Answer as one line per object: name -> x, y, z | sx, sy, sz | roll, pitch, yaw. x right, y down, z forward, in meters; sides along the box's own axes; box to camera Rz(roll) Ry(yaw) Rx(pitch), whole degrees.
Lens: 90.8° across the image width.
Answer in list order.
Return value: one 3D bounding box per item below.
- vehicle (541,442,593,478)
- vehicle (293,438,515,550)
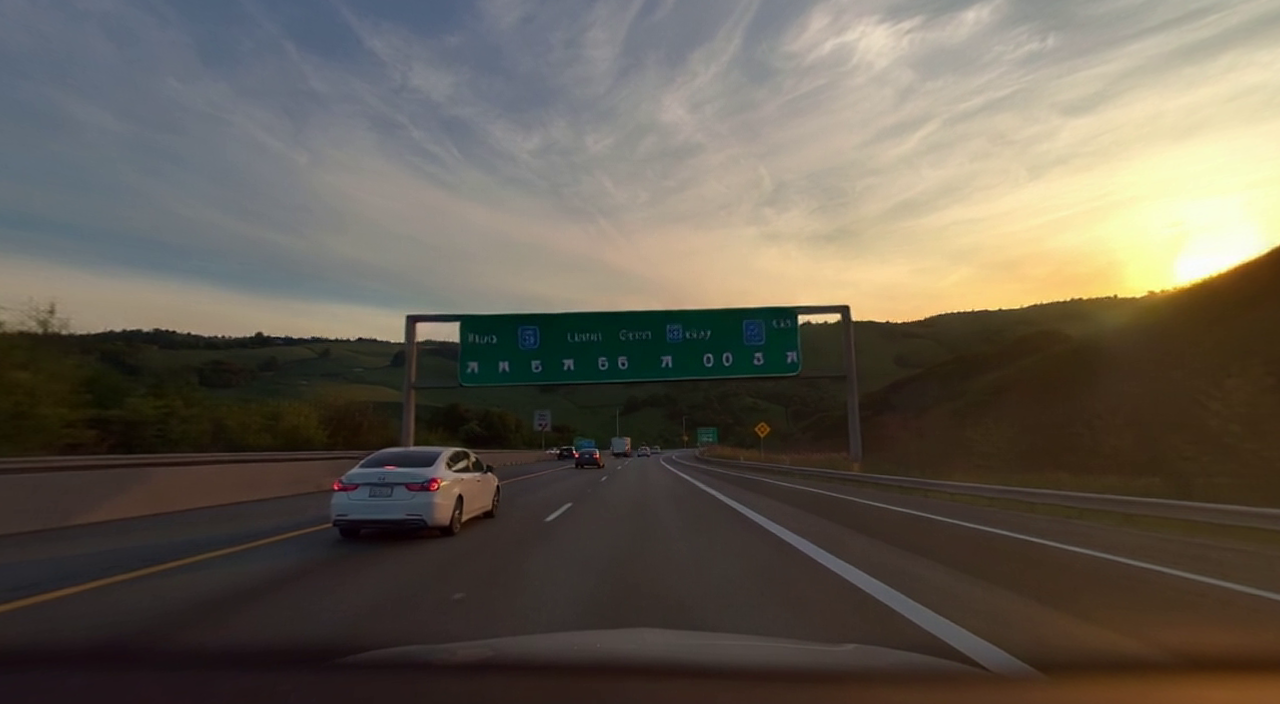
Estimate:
vehicle -> -3.620, 5.456, 32.097 | 2.073, 1.694, 4.162 | -1, -9, 1
vehicle -> -3.558, 2.228, 10.614 | 1.988, 1.440, 4.504 | 0, -9, 0
